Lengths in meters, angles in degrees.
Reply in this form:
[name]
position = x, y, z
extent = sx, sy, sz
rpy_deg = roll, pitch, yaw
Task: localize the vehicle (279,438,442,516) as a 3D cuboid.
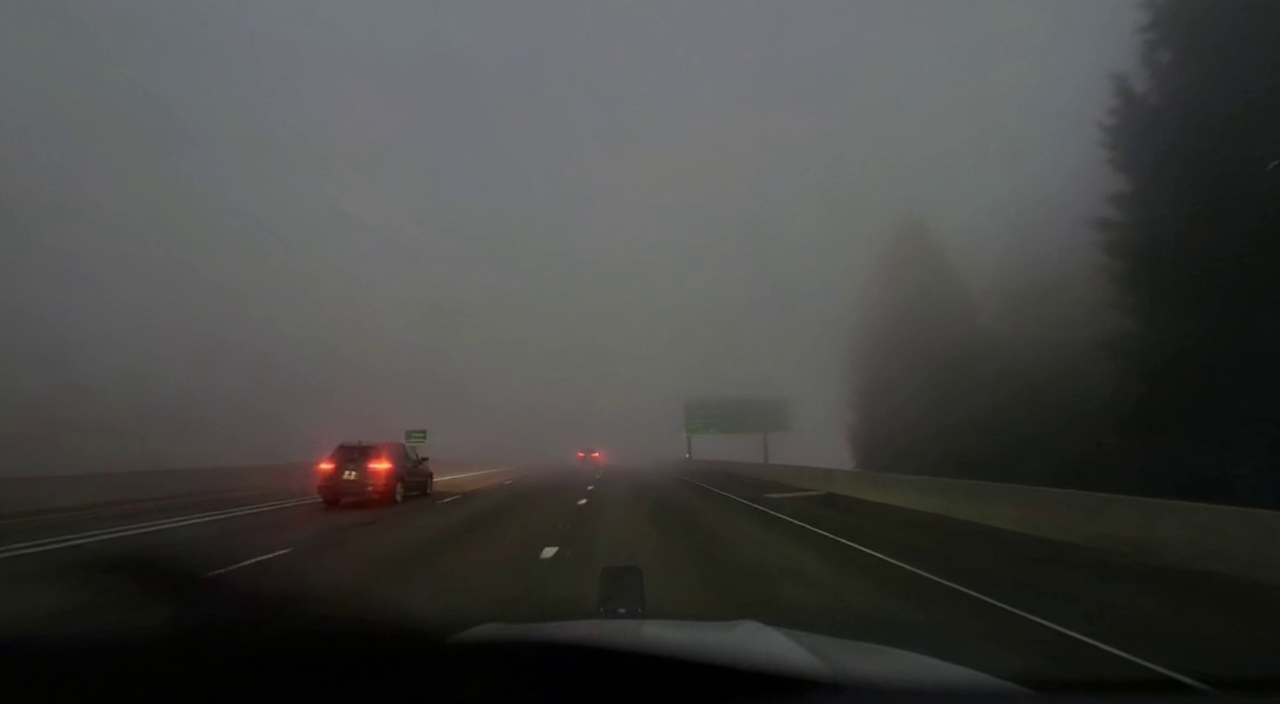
[vehicle]
position = -6.526, 2.942, 15.378
extent = 2.098, 1.606, 4.227
rpy_deg = 0, -9, -1
